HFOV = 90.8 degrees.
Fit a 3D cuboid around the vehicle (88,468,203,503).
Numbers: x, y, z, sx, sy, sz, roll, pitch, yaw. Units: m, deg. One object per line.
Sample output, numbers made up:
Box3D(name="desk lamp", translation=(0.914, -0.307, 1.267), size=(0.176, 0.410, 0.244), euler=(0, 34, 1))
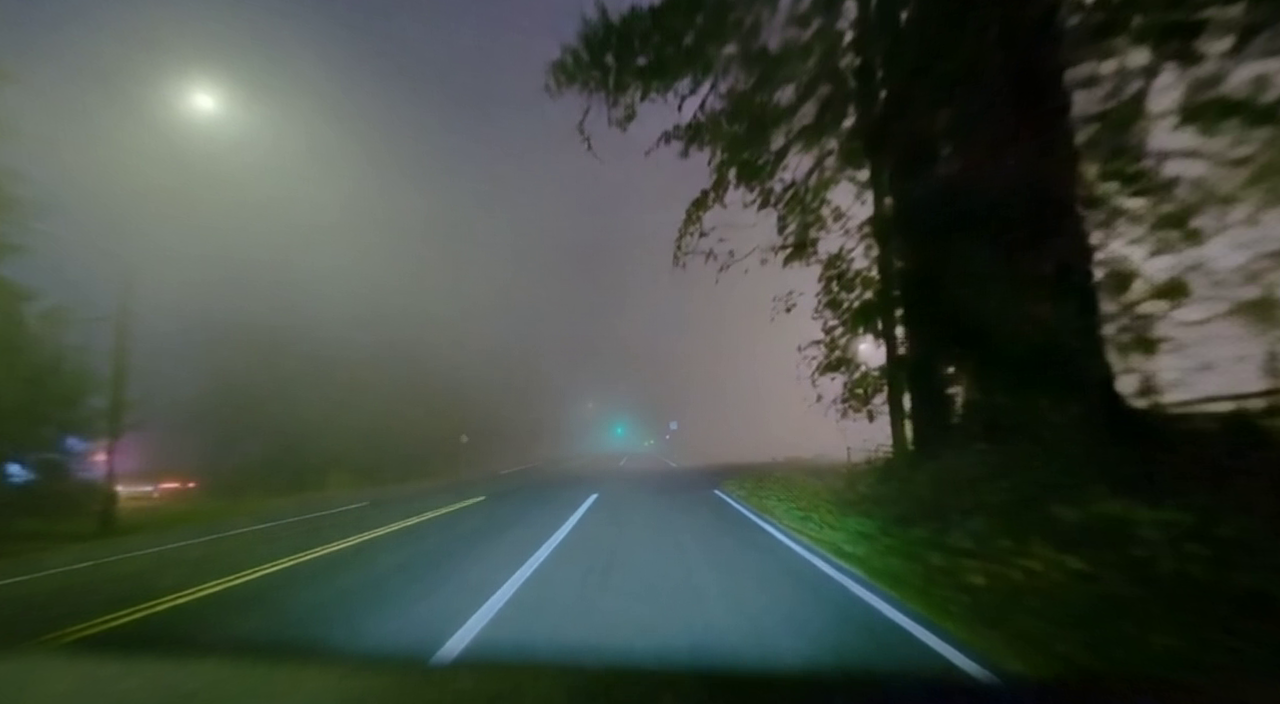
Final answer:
Box3D(name="vehicle", translation=(-23.649, 6.398, 30.342), size=(3.850, 1.521, 1.967), euler=(0, -8, 0))
